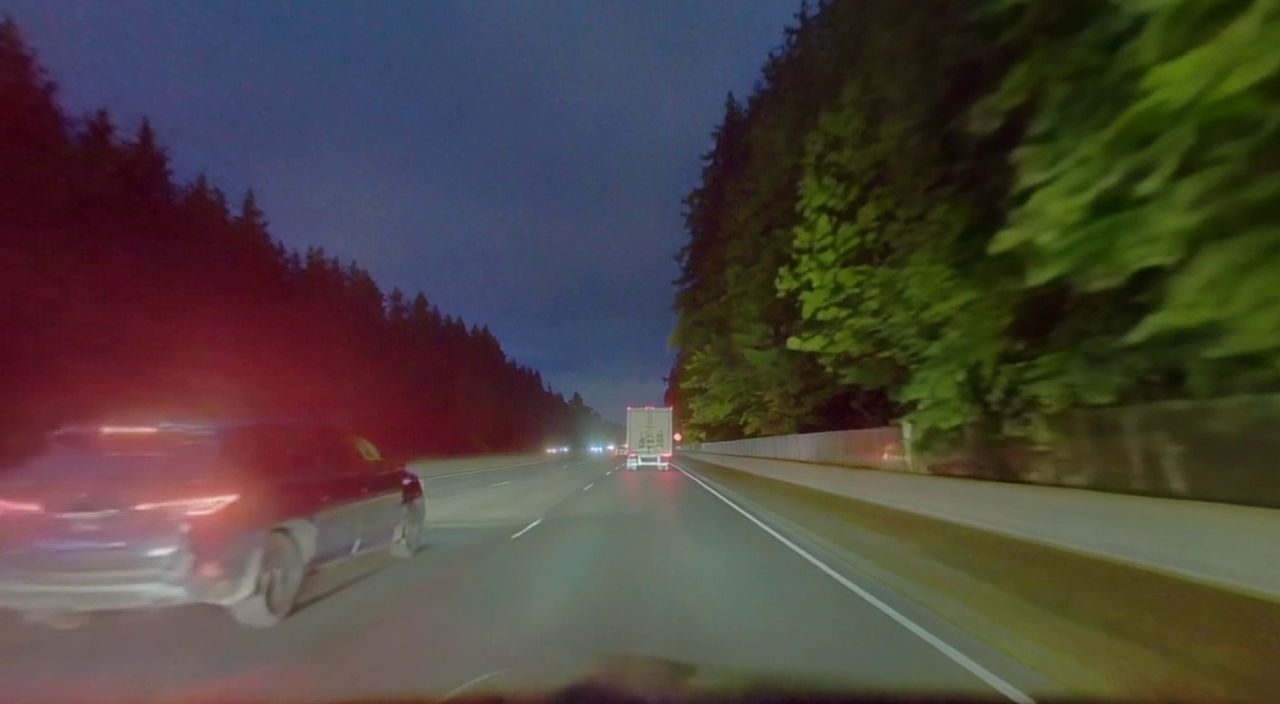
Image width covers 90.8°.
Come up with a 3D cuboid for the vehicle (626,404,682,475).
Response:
[{"bbox_3d":[0.721,5.657,39.929,2.976,3.800,12.335,0,-9,0],"label":"vehicle"}]

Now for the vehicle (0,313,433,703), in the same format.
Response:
[{"bbox_3d":[-3.724,1.191,5.242,2.226,1.933,5.179,0,-9,0],"label":"vehicle"}]
